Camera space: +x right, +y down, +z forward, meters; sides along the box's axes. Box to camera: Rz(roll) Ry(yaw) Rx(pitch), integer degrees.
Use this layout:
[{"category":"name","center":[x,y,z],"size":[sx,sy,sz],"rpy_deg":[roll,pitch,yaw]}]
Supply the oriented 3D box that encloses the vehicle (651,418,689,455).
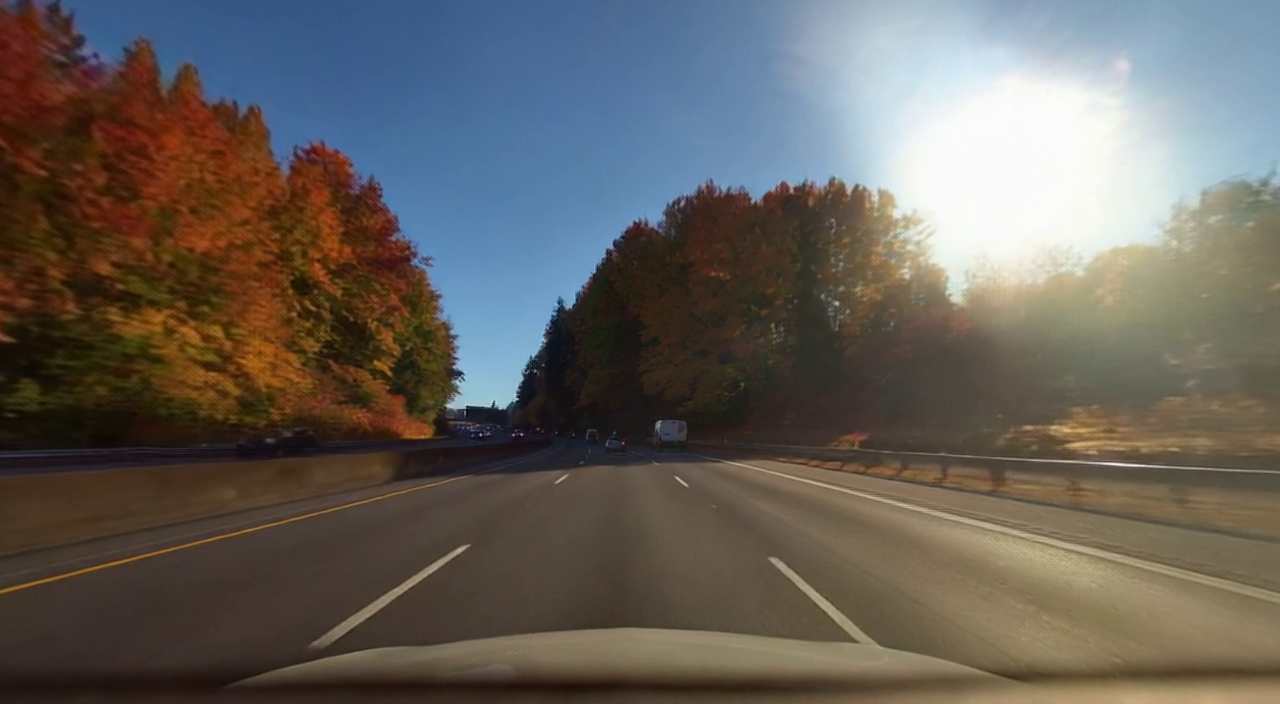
[{"category":"vehicle","center":[2.195,6.376,47.287],"size":[2.411,2.614,5.781],"rpy_deg":[0,-8,-1]}]
